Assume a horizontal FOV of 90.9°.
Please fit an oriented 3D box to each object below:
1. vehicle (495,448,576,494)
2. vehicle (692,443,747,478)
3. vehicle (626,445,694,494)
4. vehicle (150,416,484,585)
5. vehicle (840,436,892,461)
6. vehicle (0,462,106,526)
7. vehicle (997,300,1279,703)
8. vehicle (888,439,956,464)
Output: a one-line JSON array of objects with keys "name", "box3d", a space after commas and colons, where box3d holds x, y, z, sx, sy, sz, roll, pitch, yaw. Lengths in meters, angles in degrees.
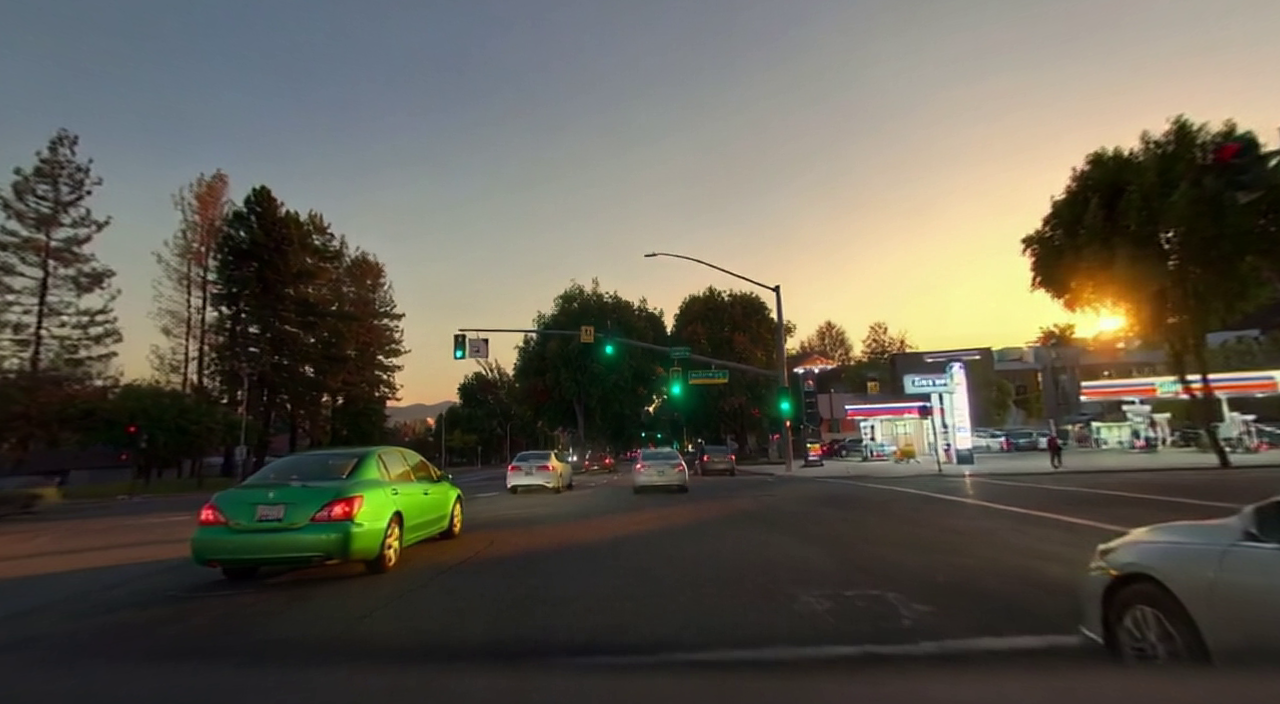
[{"name": "vehicle", "box3d": [-3.517, 4.106, 22.113, 1.995, 1.436, 4.500, 0, -9, 1]}, {"name": "vehicle", "box3d": [3.660, 5.123, 29.920, 1.920, 1.479, 4.548, 0, -9, -1]}, {"name": "vehicle", "box3d": [0.644, 3.794, 20.662, 1.994, 1.433, 3.894, -1, -9, 2]}, {"name": "vehicle", "box3d": [-3.873, 1.890, 8.855, 2.023, 1.687, 4.874, 0, -9, 1]}, {"name": "vehicle", "box3d": [16.880, 7.270, 47.303, 2.110, 1.744, 4.928, 0, -9, 1]}, {"name": "vehicle", "box3d": [-18.823, 4.183, 18.587, 1.968, 1.684, 4.663, -2, -9, 2]}, {"name": "vehicle", "box3d": [3.314, 0.631, 1.731, 1.992, 1.805, 4.549, 0, -9, 1]}, {"name": "vehicle", "box3d": [18.011, 6.441, 40.570, 2.081, 1.482, 4.860, 0, -9, 0]}]
